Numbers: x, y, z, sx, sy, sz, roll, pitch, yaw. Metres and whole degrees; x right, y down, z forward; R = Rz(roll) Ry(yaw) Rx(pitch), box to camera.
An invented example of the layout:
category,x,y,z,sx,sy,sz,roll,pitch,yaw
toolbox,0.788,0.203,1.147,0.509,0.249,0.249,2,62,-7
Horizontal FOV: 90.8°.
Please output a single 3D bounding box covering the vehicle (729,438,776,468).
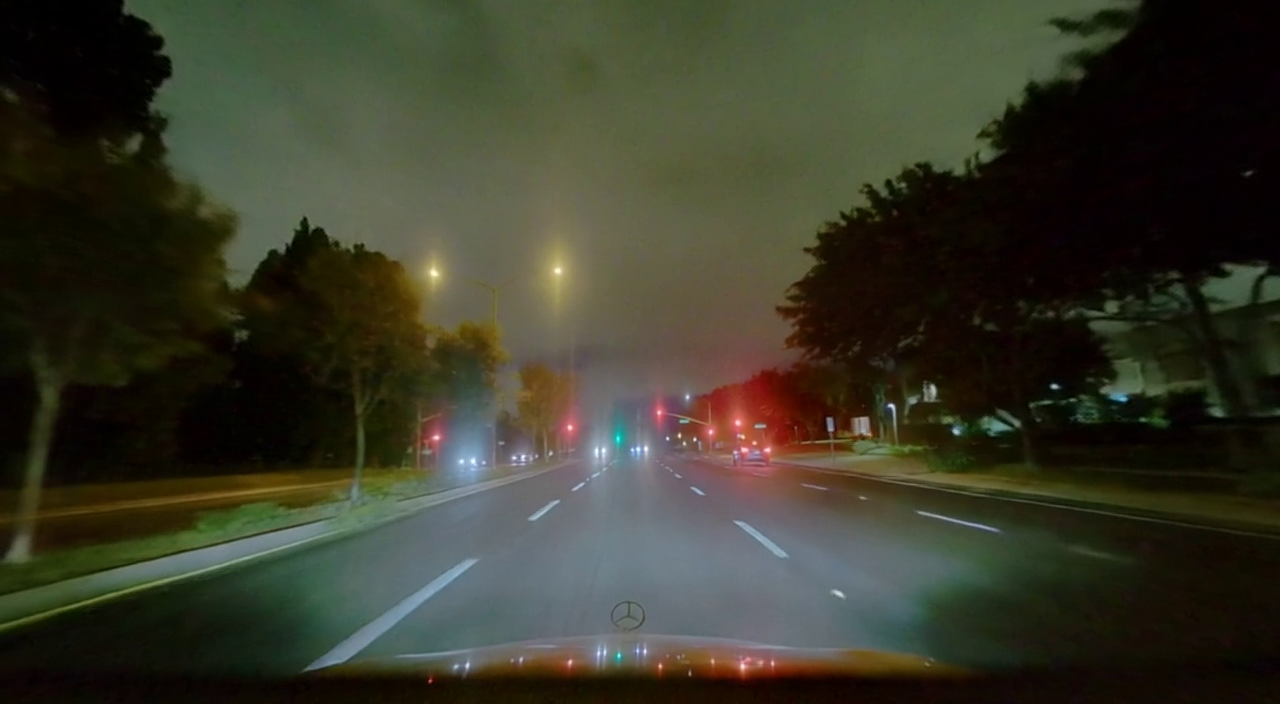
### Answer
category,x,y,z,sx,sy,sz,roll,pitch,yaw
vehicle,6.822,6.230,38.906,2.011,1.710,4.357,0,-9,-1
